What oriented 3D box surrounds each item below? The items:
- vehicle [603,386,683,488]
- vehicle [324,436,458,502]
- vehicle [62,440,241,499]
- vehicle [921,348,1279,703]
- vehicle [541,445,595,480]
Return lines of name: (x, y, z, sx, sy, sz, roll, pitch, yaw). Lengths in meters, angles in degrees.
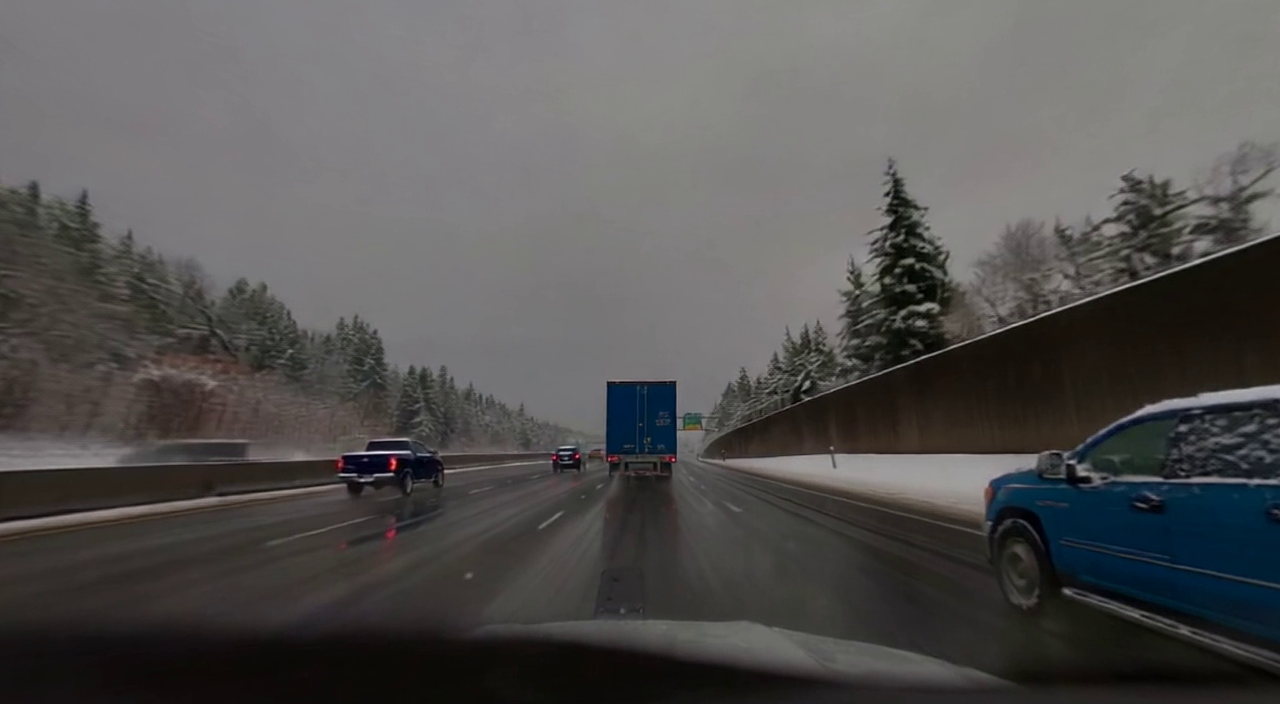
vehicle: (0.060, 3.843, 27.797, 2.915, 3.661, 9.741, 0, -9, -1)
vehicle: (-6.717, 3.200, 17.561, 2.005, 1.607, 4.042, 0, -9, 1)
vehicle: (-14.008, 3.382, 18.425, 2.003, 1.516, 3.922, 0, -9, 1)
vehicle: (3.704, 0.986, 3.512, 2.205, 1.689, 4.403, 0, -9, 0)
vehicle: (-3.311, 5.188, 29.865, 2.020, 1.505, 4.171, 0, -9, 1)
